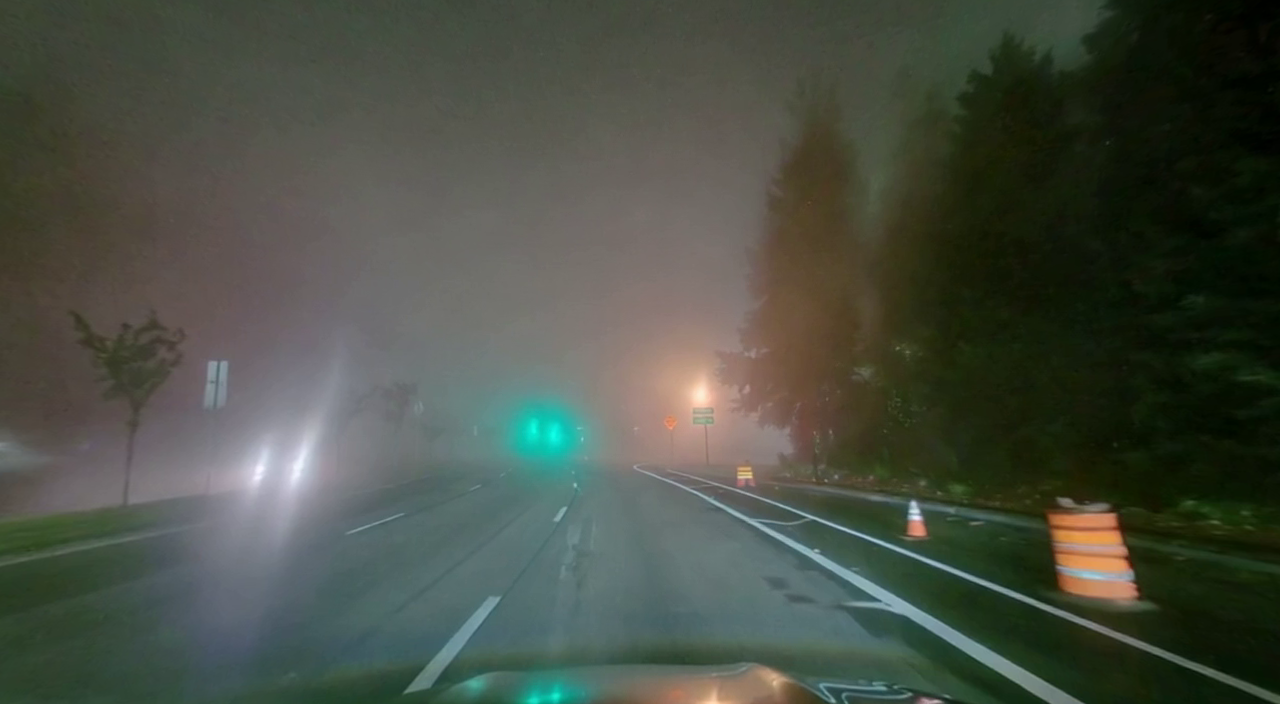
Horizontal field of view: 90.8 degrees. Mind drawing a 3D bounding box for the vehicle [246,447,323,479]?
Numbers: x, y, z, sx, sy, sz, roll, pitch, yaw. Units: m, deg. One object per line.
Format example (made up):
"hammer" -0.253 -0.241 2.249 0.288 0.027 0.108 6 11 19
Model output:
"vehicle" -21.434 6.662 38.395 2.045 1.797 5.228 1 -8 -6
